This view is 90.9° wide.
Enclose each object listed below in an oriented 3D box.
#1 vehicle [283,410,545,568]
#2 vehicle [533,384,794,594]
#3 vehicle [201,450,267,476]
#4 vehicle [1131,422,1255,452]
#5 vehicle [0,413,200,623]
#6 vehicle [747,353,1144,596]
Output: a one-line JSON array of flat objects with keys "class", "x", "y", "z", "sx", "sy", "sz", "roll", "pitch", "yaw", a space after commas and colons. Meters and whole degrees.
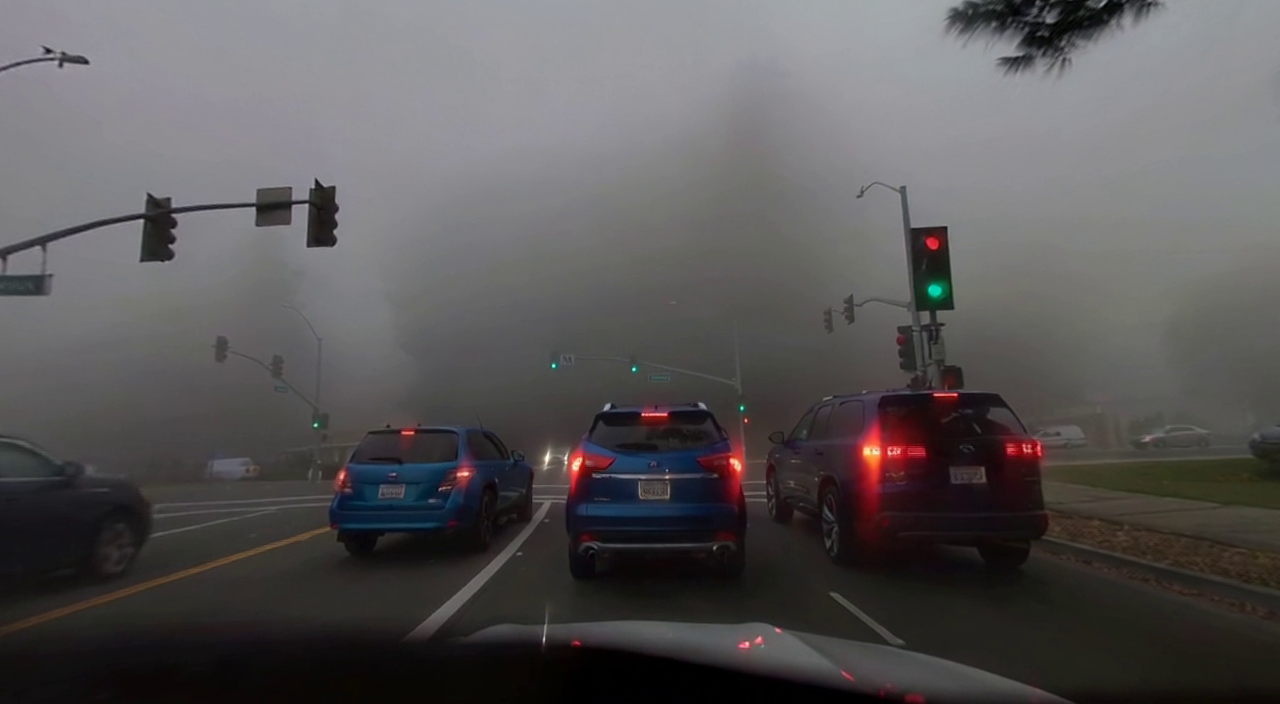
[{"class": "vehicle", "x": -2.748, "y": 1.792, "z": 9.032, "sx": 2.058, "sy": 1.659, "sz": 4.514, "roll": 0, "pitch": -8, "yaw": 0}, {"class": "vehicle", "x": 0.167, "y": 1.479, "z": 7.581, "sx": 2.235, "sy": 1.778, "sz": 4.178, "roll": 0, "pitch": -8, "yaw": -1}, {"class": "vehicle", "x": -29.329, "y": 8.013, "z": 45.714, "sx": 1.820, "sy": 1.699, "sz": 4.308, "roll": -1, "pitch": -8, "yaw": 2}, {"class": "vehicle", "x": 28.167, "y": 4.341, "z": 32.224, "sx": 4.512, "sy": 1.444, "sz": 1.859, "roll": 0, "pitch": -8, "yaw": 0}, {"class": "vehicle", "x": -6.311, "y": 1.359, "z": 5.141, "sx": 2.193, "sy": 1.687, "sz": 4.507, "roll": 0, "pitch": -8, "yaw": -1}, {"class": "vehicle", "x": 3.088, "y": 1.453, "z": 8.283, "sx": 2.338, "sy": 2.063, "sz": 5.672, "roll": 0, "pitch": -8, "yaw": 0}]
